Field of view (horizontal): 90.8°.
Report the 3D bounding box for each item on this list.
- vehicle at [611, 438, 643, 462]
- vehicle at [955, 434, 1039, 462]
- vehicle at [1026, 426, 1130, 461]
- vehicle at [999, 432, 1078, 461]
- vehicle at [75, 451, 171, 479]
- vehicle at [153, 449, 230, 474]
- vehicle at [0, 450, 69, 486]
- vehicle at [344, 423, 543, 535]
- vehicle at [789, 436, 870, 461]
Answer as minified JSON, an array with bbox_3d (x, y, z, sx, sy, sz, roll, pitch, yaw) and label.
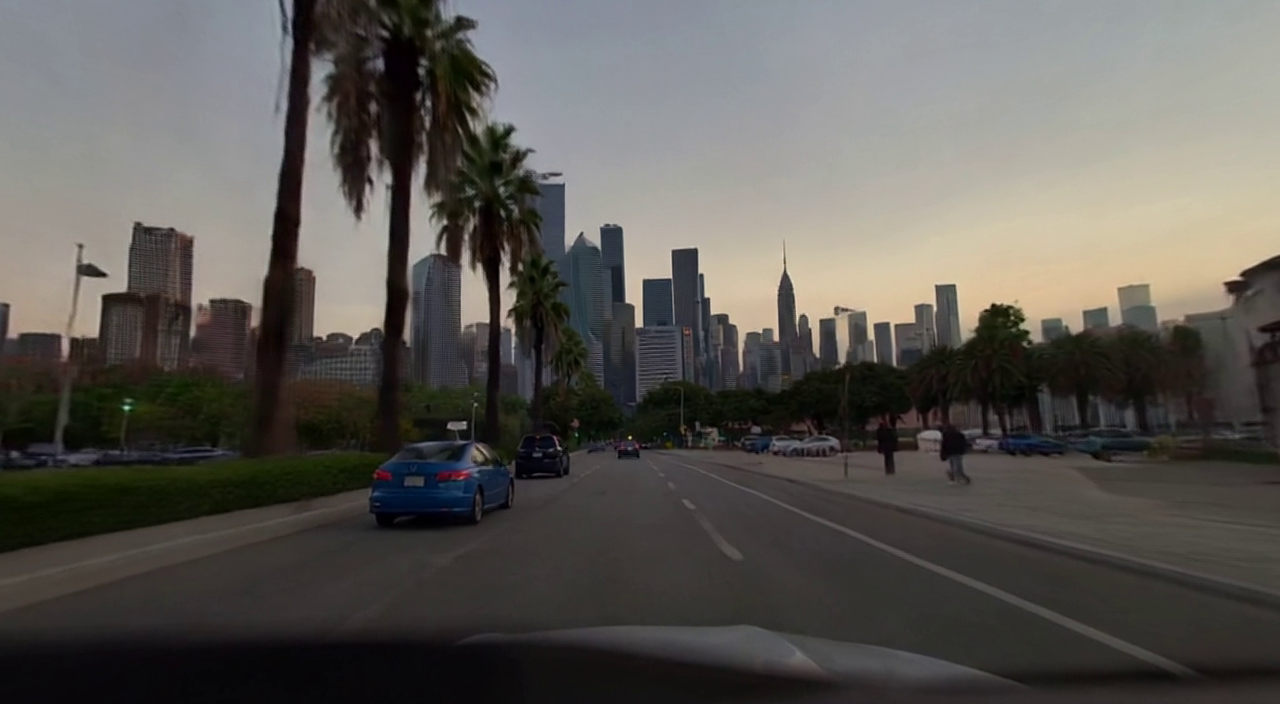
[{"bbox_3d":[-0.841,6.458,41.595,2.004,1.465,3.713,0,-8,0],"label":"vehicle"},{"bbox_3d":[20.330,5.479,36.273,1.976,1.431,4.774,-1,-8,-1],"label":"vehicle"},{"bbox_3d":[25.053,5.287,36.449,2.147,1.886,5.603,0,-8,2],"label":"vehicle"},{"bbox_3d":[22.707,5.423,36.179,1.938,1.522,4.121,0,-8,2],"label":"vehicle"},{"bbox_3d":[-30.954,6.761,38.073,1.859,1.524,4.812,0,-8,-2],"label":"vehicle"},{"bbox_3d":[-31.114,7.563,43.997,1.888,1.625,4.699,0,-8,0],"label":"vehicle"},{"bbox_3d":[-31.059,5.711,31.238,1.835,1.664,3.972,-1,-8,2],"label":"vehicle"},{"bbox_3d":[-3.099,2.104,11.086,2.071,1.544,4.383,0,-8,0],"label":"vehicle"},{"bbox_3d":[12.771,6.536,42.742,4.749,1.522,1.905,-1,-9,-3],"label":"vehicle"}]
